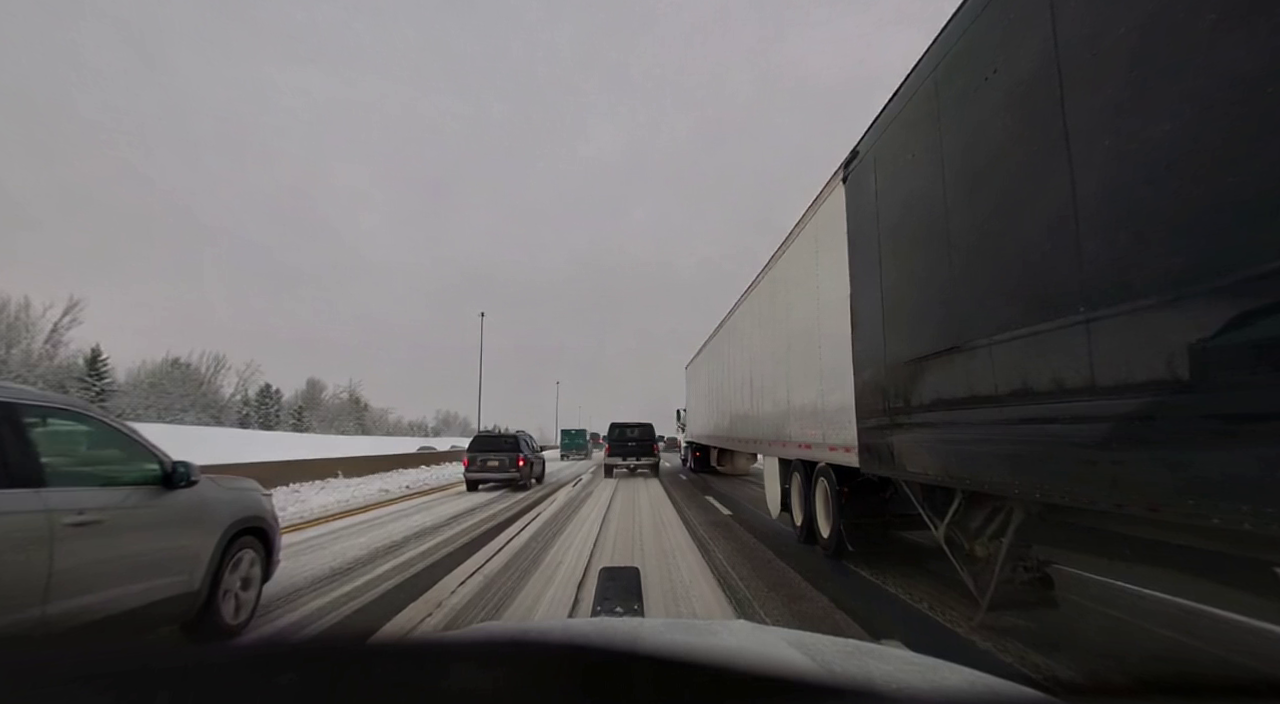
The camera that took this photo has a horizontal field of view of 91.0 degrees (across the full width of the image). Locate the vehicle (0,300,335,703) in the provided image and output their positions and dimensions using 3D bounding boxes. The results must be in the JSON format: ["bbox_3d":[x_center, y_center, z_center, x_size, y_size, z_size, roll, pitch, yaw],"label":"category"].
[{"bbox_3d":[-3.315,0.715,2.051,2.193,1.803,4.958,0,-8,-1],"label":"vehicle"}]

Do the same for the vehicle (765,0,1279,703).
[{"bbox_3d":[3.557,-0.394,2.608,2.852,4.121,16.210,0,-8,0],"label":"vehicle"}]

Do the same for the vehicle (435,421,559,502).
[{"bbox_3d":[-3.550,2.837,16.663,2.120,1.812,4.659,0,-8,1],"label":"vehicle"}]

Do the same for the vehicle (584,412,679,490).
[{"bbox_3d":[-0.290,3.259,20.994,2.704,2.216,5.804,0,-8,-1],"label":"vehicle"}]
